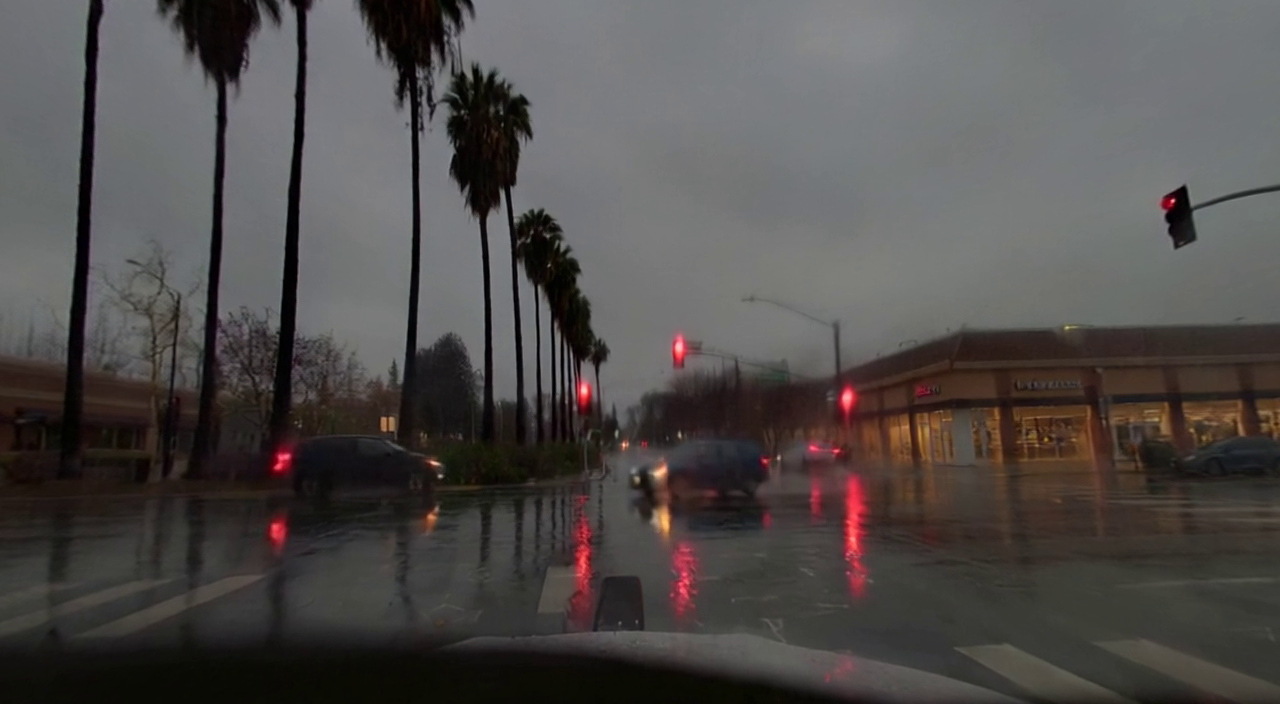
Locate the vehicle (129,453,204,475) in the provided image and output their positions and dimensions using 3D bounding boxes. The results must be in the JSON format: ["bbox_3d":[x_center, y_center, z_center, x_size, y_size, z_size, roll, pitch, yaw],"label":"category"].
[{"bbox_3d":[-37.196,8.803,49.600,2.160,1.565,4.868,0,-8,-1],"label":"vehicle"}]

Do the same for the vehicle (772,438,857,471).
[{"bbox_3d":[8.936,5.262,32.539,1.890,1.572,3.826,6,-10,-36],"label":"vehicle"}]

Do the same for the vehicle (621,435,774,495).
[{"bbox_3d":[1.661,3.172,17.993,4.035,1.512,1.828,5,-10,-31],"label":"vehicle"}]

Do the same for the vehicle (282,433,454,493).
[{"bbox_3d":[-8.399,3.378,19.541,4.603,1.653,1.999,5,-10,-30],"label":"vehicle"}]
